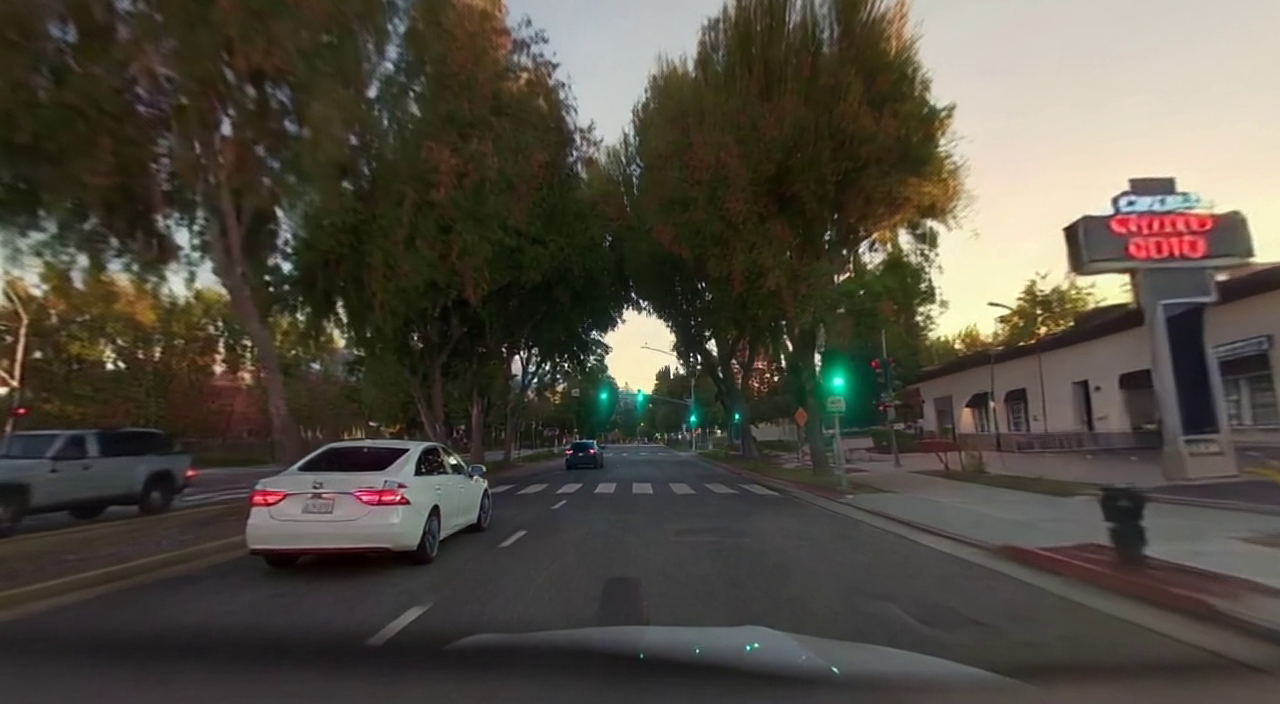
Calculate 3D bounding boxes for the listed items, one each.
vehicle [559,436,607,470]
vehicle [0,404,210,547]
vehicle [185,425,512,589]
[{"bbox_3d":[-2.959,5.393,33.719,2.109,1.692,4.220,0,-8,1],"label":"vehicle"},{"bbox_3d":[-9.627,1.904,10.091,2.030,1.906,4.661,0,-8,2],"label":"vehicle"},{"bbox_3d":[-3.123,1.746,8.028,2.018,1.477,4.401,0,-8,1],"label":"vehicle"}]
